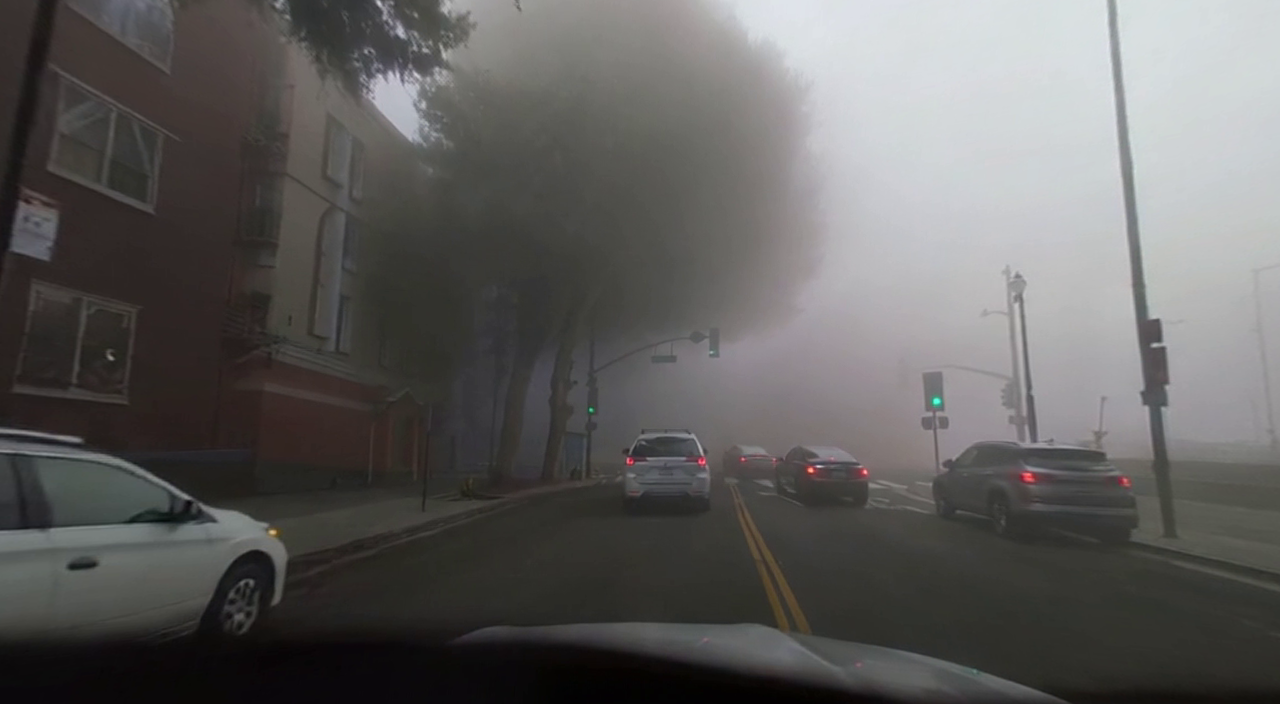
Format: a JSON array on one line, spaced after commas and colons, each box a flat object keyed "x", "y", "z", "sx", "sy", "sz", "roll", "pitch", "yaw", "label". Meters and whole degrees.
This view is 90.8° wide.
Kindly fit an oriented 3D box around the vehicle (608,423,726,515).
[{"x": 0.863, "y": 2.763, "z": 15.451, "sx": 2.333, "sy": 1.832, "sz": 5.200, "roll": -1, "pitch": -9, "yaw": 8, "label": "vehicle"}]

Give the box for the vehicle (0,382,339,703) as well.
[{"x": -4.007, "y": 1.115, "z": 3.492, "sx": 2.013, "sy": 1.772, "sz": 4.439, "roll": -1, "pitch": -9, "yaw": 8, "label": "vehicle"}]

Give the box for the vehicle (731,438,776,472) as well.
[{"x": 6.122, "y": 5.616, "z": 34.503, "sx": 2.111, "sy": 1.705, "sz": 4.093, "roll": -1, "pitch": -9, "yaw": 6, "label": "vehicle"}]

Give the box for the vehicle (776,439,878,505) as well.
[{"x": 5.131, "y": 3.321, "z": 17.950, "sx": 2.111, "sy": 1.619, "sz": 4.077, "roll": -1, "pitch": -9, "yaw": 7, "label": "vehicle"}]

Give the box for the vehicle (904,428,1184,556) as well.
[{"x": 6.951, "y": 2.427, "z": 11.871, "sx": 2.093, "sy": 1.815, "sz": 5.441, "roll": -1, "pitch": -9, "yaw": 6, "label": "vehicle"}]
